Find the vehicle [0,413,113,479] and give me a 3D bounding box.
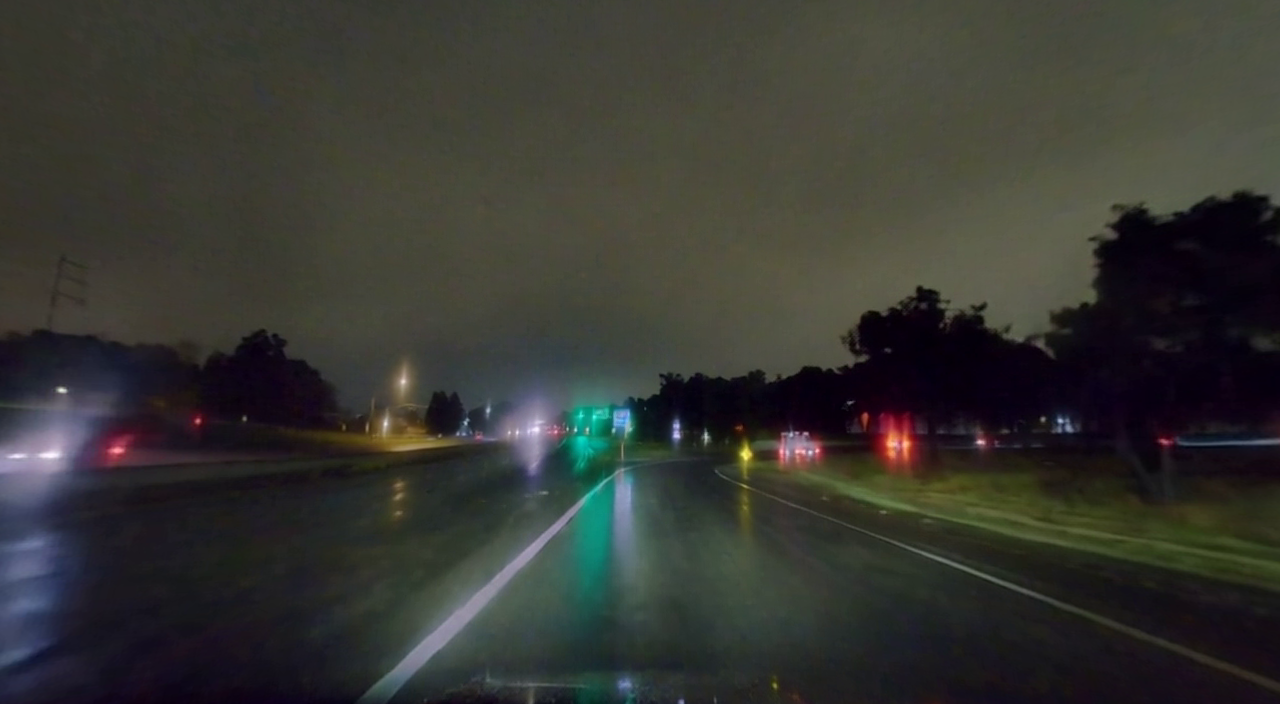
[{"bbox_3d":[-25.048,3.792,25.299,2.208,2.438,6.660,0,-8,-4],"label":"vehicle"}]
